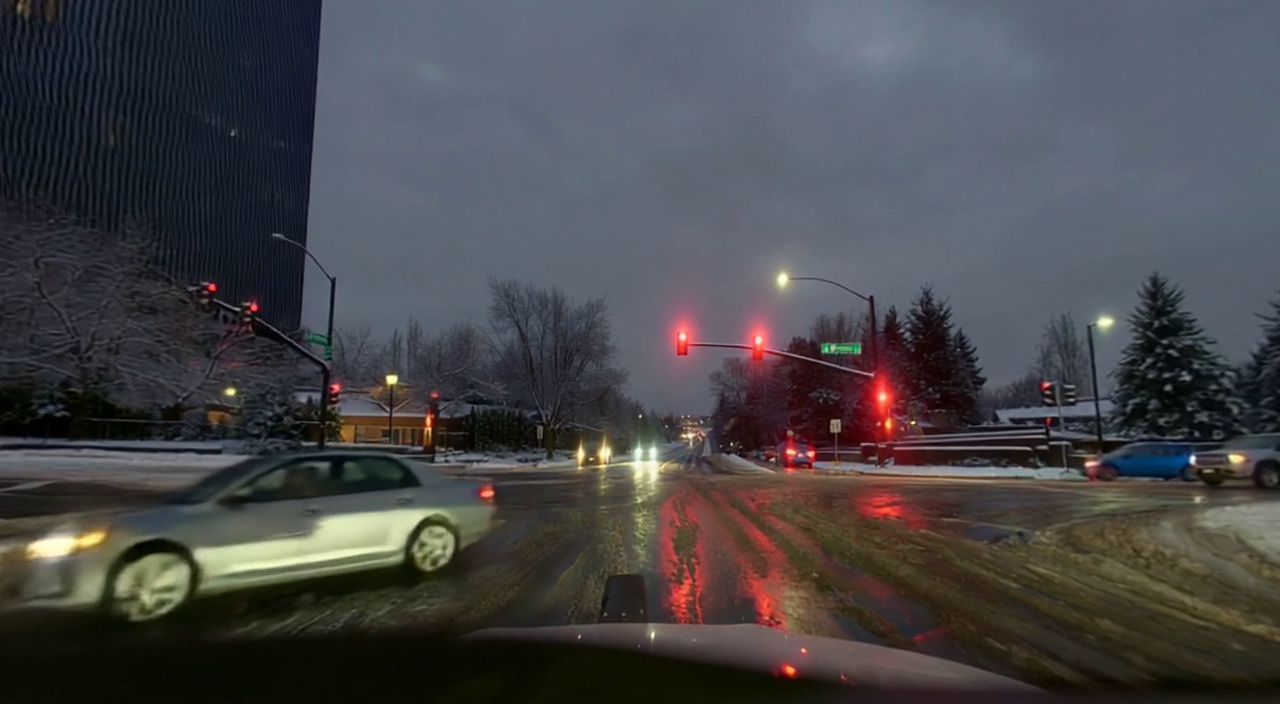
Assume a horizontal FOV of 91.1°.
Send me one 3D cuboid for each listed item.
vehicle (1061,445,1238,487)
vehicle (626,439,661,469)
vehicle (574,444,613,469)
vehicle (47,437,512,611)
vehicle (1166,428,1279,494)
[{"bbox_3d":[19.354,4.327,24.046,4.896,1.503,1.971,-1,-9,3],"label":"vehicle"},{"bbox_3d":[0.222,6.220,38.316,2.018,1.699,4.751,0,-9,1],"label":"vehicle"},{"bbox_3d":[-2.950,6.795,40.984,2.068,1.486,4.664,0,-9,1],"label":"vehicle"},{"bbox_3d":[-3.992,1.888,8.076,1.924,1.491,4.802,-5,-10,28],"label":"vehicle"},{"bbox_3d":[20.764,3.420,19.947,5.832,1.949,2.444,0,-9,0],"label":"vehicle"}]
